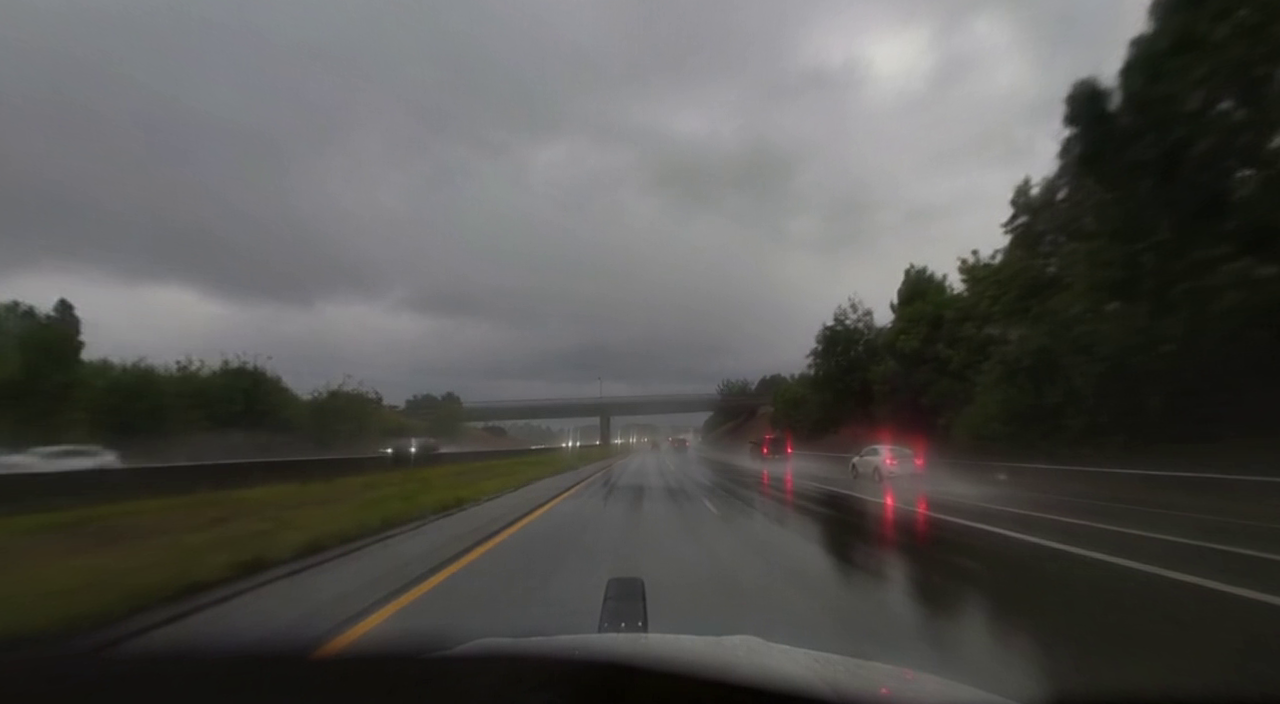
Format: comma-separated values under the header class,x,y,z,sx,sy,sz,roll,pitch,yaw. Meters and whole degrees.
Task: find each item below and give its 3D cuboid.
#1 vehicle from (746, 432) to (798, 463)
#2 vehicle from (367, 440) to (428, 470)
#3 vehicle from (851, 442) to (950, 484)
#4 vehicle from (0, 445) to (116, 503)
class,x,y,z,sx,sy,sz,roll,pitch,yaw
vehicle,9.246,6.783,44.471,2.362,2.037,5.409,0,-9,-2
vehicle,-16.870,7.196,44.011,2.211,1.923,4.894,0,-9,1
vehicle,9.919,4.232,24.295,1.927,1.472,4.076,0,-9,-2
vehicle,-21.112,4.043,21.088,2.144,1.820,5.607,0,-9,0
